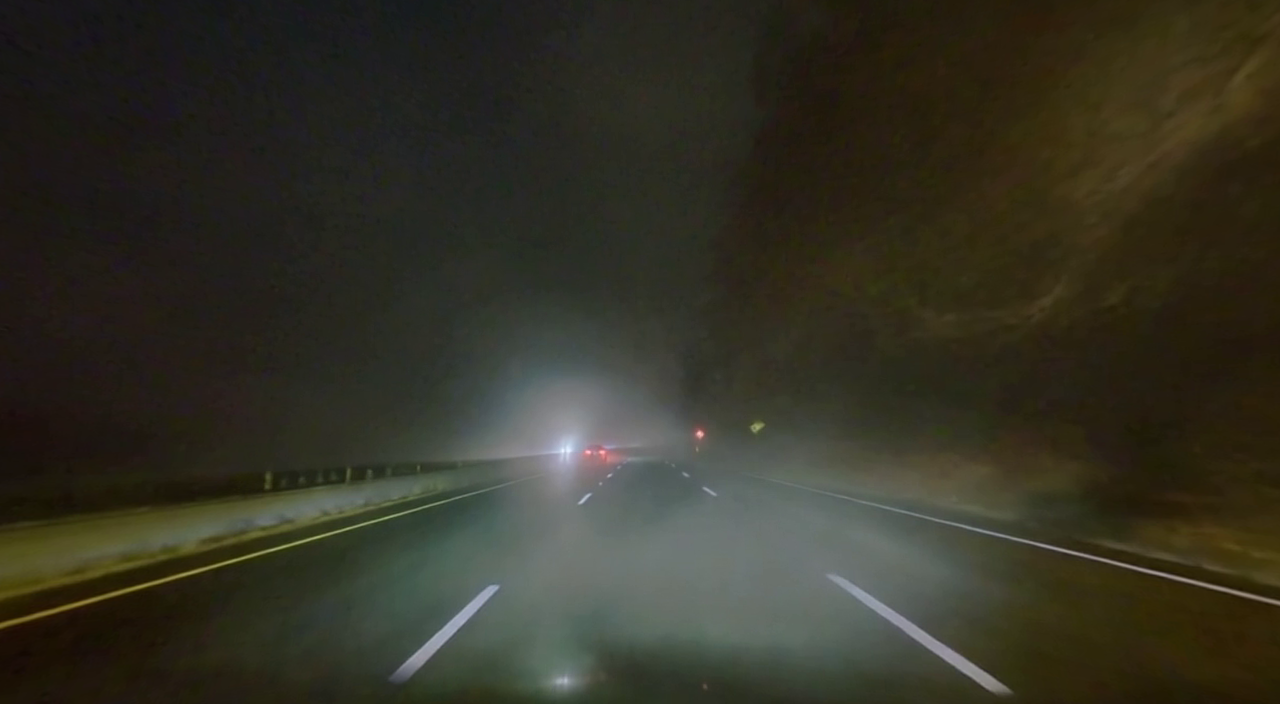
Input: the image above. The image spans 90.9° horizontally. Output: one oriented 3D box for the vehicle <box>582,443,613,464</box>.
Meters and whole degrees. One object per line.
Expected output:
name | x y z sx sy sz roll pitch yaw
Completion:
vehicle | -3.214 7.771 48.429 1.991 1.475 4.302 0 -8 1
